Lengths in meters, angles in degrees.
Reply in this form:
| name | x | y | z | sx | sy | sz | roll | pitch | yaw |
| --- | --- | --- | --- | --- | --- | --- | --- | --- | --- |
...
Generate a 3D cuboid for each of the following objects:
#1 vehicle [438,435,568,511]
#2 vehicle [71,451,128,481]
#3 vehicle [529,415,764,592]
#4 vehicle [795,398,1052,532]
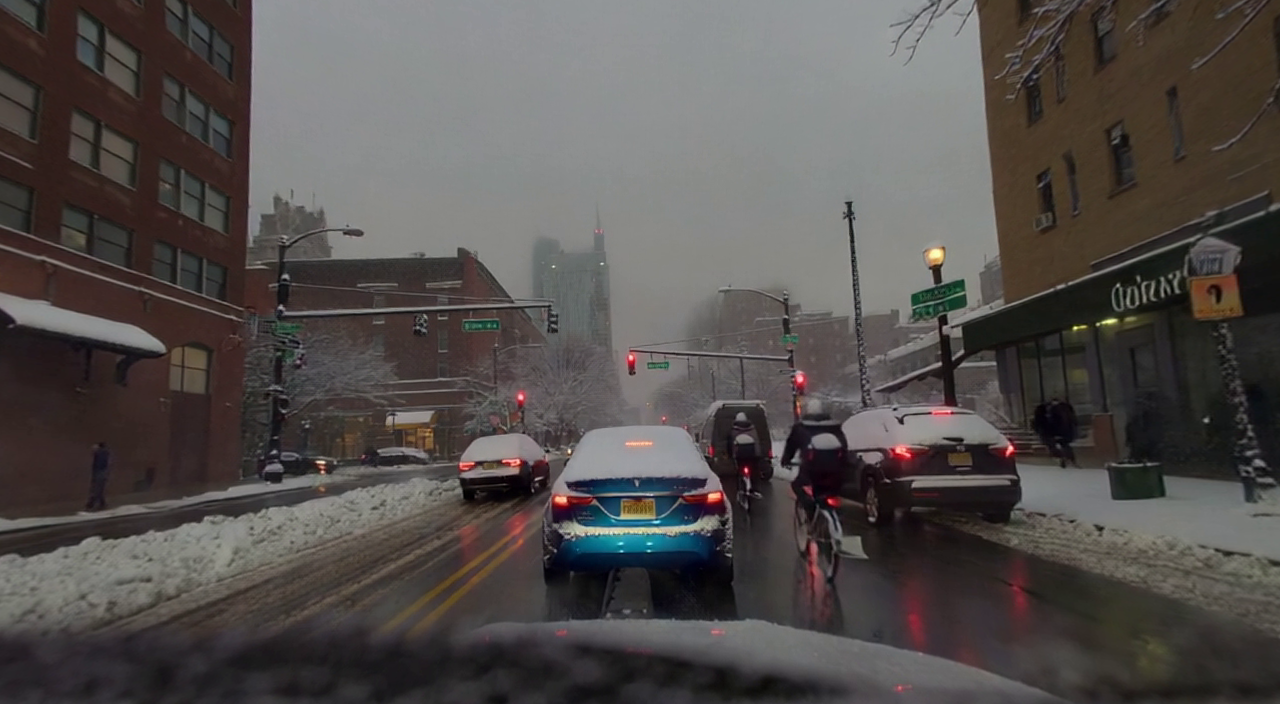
| name | x | y | z | sx | sy | sz | roll | pitch | yaw |
| --- | --- | --- | --- | --- | --- | --- | --- | --- | --- |
| vehicle | -2.943 | 2.708 | 14.622 | 2.039 | 1.452 | 4.489 | 0 | -9 | 0 |
| vehicle | -33.553 | 7.029 | 39.267 | 2.264 | 1.722 | 4.721 | 6 | -11 | -36 |
| vehicle | 0.027 | 1.655 | 7.710 | 2.091 | 1.557 | 4.000 | 0 | -9 | -1 |
| vehicle | 4.512 | 1.909 | 11.122 | 2.142 | 1.829 | 4.767 | 0 | -9 | -2 |
